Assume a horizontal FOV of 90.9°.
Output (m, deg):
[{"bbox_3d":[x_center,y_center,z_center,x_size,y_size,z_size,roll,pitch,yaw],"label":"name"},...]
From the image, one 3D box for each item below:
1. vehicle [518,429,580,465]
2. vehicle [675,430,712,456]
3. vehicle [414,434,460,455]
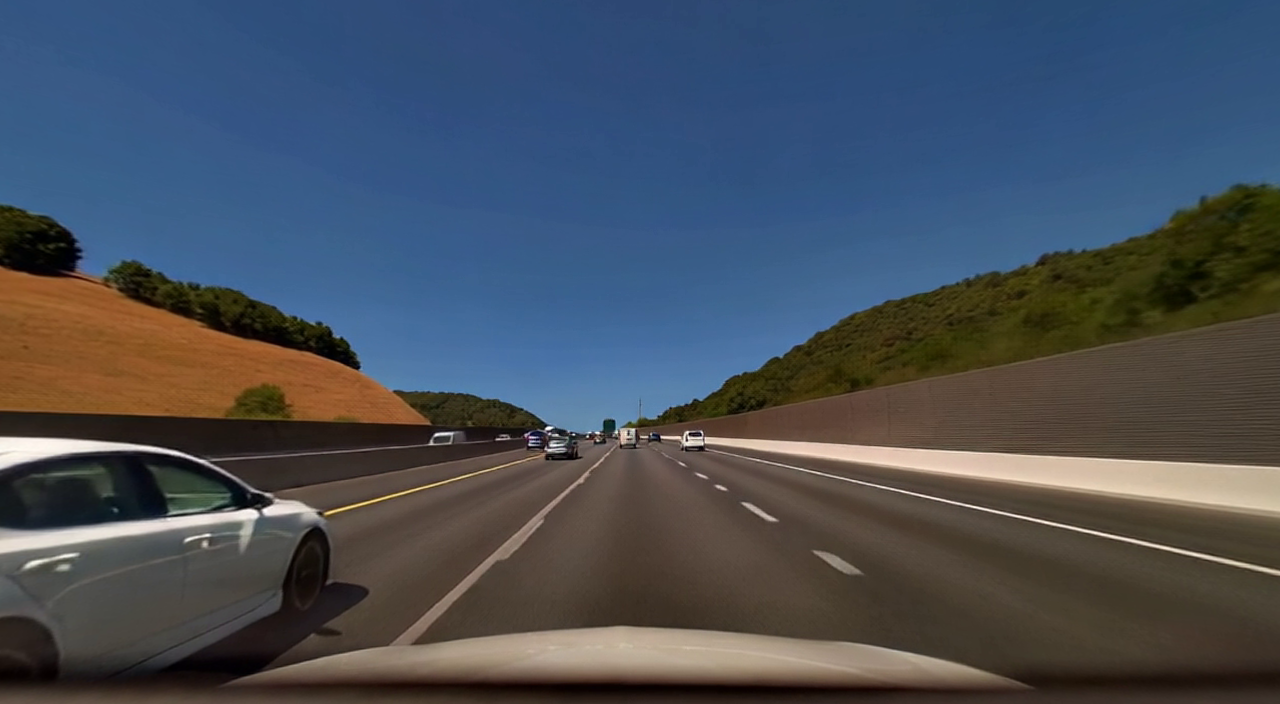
[{"bbox_3d":[-4.024,4.257,28.529,2.204,1.486,4.121,0,-8,0],"label":"vehicle"},{"bbox_3d":[3.258,5.603,38.934,1.806,1.469,3.681,0,-8,-2],"label":"vehicle"},{"bbox_3d":[-15.324,6.964,47.774,2.044,1.532,4.528,0,-8,0],"label":"vehicle"}]
